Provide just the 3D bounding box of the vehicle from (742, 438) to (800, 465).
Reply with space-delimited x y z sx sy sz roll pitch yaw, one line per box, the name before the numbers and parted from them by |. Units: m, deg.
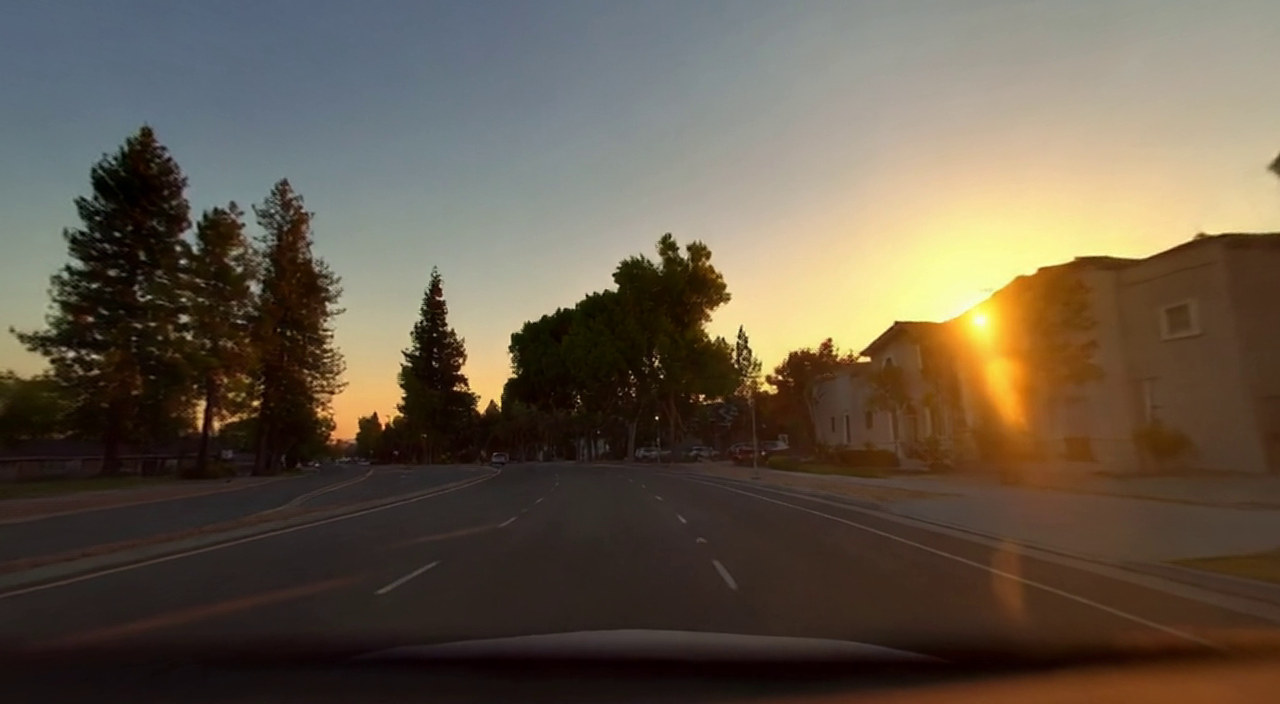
vehicle | 9.751 7.355 46.880 2.110 1.863 4.977 -9 -12 37
